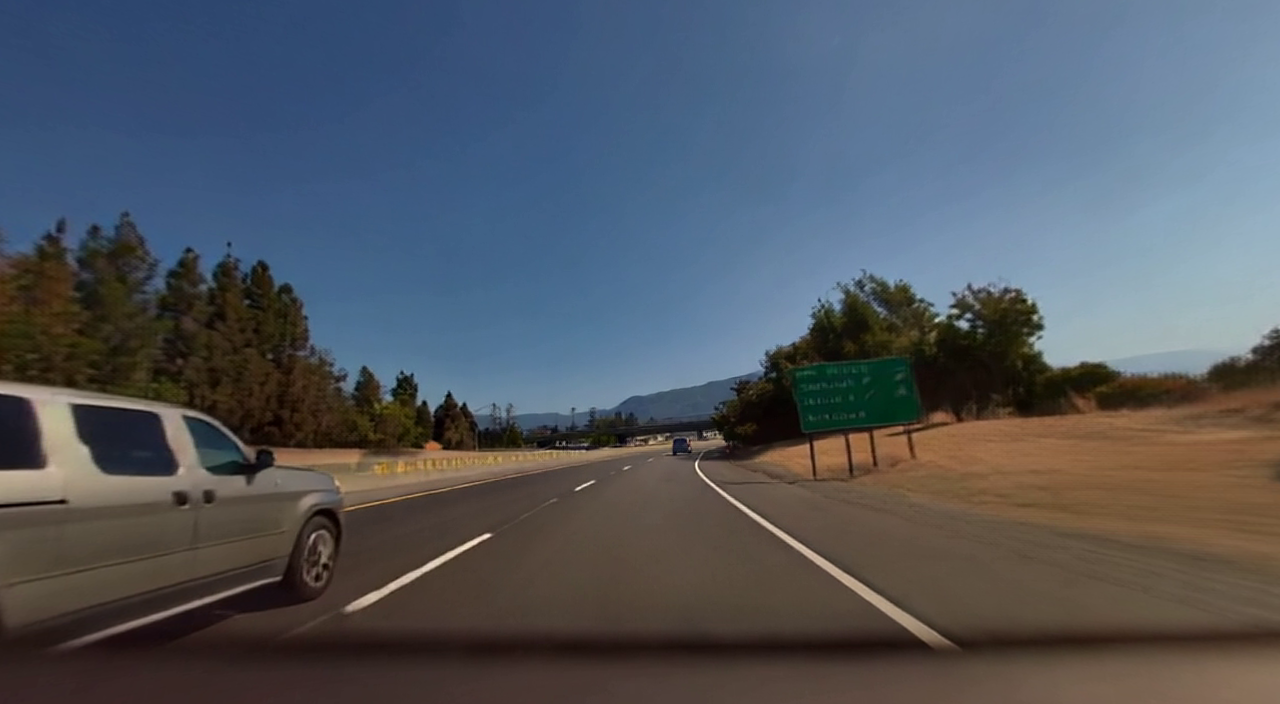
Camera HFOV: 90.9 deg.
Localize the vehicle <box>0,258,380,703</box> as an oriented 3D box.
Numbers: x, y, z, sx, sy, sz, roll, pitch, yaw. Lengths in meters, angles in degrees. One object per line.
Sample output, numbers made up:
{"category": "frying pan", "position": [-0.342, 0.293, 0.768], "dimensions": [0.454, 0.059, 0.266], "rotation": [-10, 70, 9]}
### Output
{"category": "vehicle", "position": [-3.248, 0.619, 2.189], "dimensions": [2.143, 1.851, 5.817], "rotation": [0, -9, 1]}
